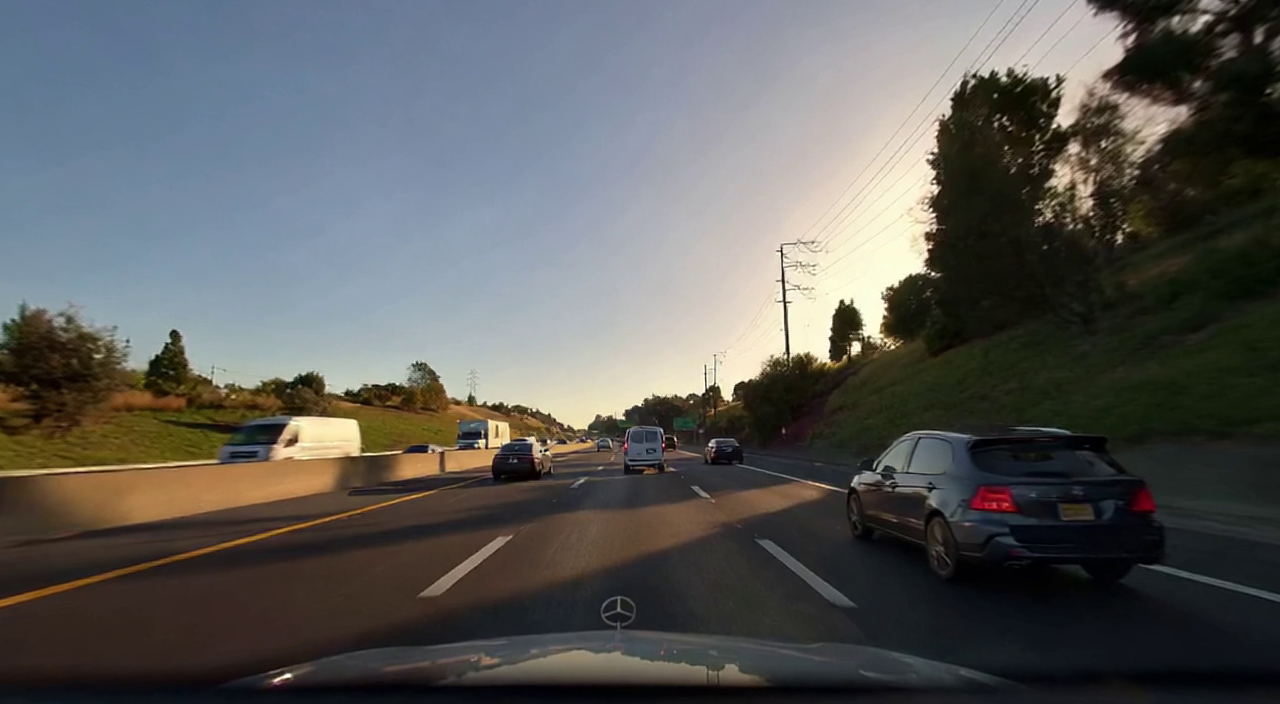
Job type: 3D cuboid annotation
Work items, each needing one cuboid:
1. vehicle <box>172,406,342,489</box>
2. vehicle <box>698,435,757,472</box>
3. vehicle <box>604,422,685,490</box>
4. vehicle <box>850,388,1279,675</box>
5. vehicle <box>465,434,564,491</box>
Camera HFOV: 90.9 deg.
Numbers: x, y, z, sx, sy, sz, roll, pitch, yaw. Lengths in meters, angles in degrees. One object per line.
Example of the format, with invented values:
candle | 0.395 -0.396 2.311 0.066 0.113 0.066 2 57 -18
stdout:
vehicle | -15.139 3.829 25.723 2.553 2.909 7.010 0 -8 0
vehicle | 3.902 4.587 28.900 1.923 1.562 4.691 0 -8 -2
vehicle | 0.078 3.079 19.035 2.159 1.811 4.238 0 -8 -1
vehicle | 3.483 1.262 5.468 2.038 1.621 3.622 0 -8 0
vehicle | -3.687 3.308 19.431 2.093 1.517 4.648 0 -8 0
